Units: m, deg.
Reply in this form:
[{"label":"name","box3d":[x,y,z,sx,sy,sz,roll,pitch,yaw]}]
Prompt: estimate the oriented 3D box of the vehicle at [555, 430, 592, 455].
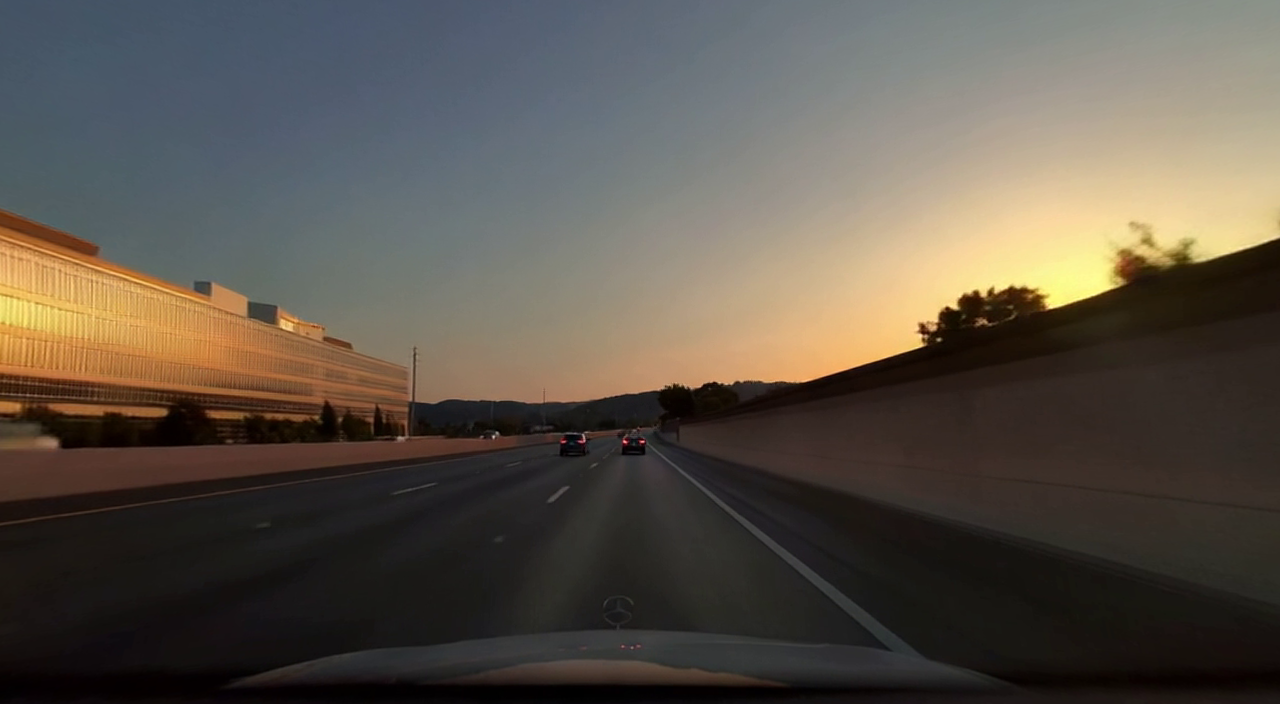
[{"label":"vehicle","box3d":[-4.580,6.252,43.658,2.036,1.612,4.510,0,-8,0]}]
